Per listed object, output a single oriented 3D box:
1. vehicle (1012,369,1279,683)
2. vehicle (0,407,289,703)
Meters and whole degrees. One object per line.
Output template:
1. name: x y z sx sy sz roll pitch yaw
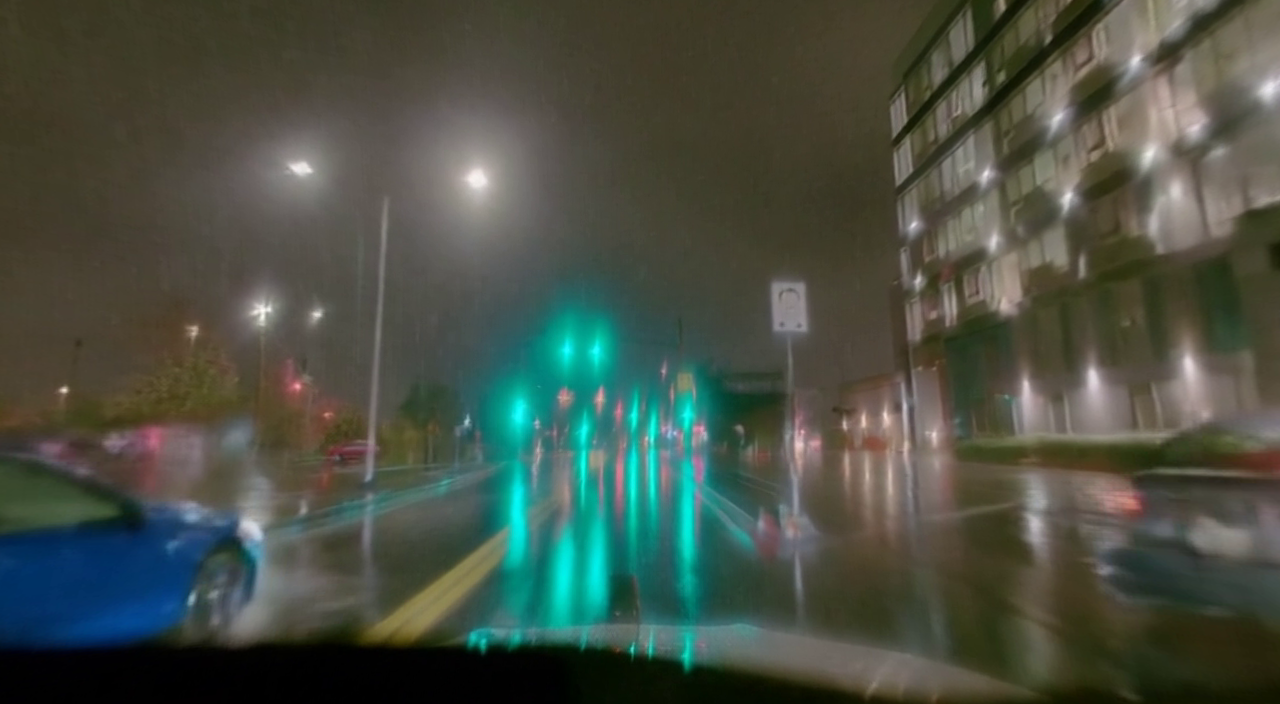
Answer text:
1. vehicle: 4.831 0.989 4.205 4.033 1.514 1.974 3 -9 -25
2. vehicle: -3.368 0.869 1.974 1.898 1.407 4.652 0 -8 -1
